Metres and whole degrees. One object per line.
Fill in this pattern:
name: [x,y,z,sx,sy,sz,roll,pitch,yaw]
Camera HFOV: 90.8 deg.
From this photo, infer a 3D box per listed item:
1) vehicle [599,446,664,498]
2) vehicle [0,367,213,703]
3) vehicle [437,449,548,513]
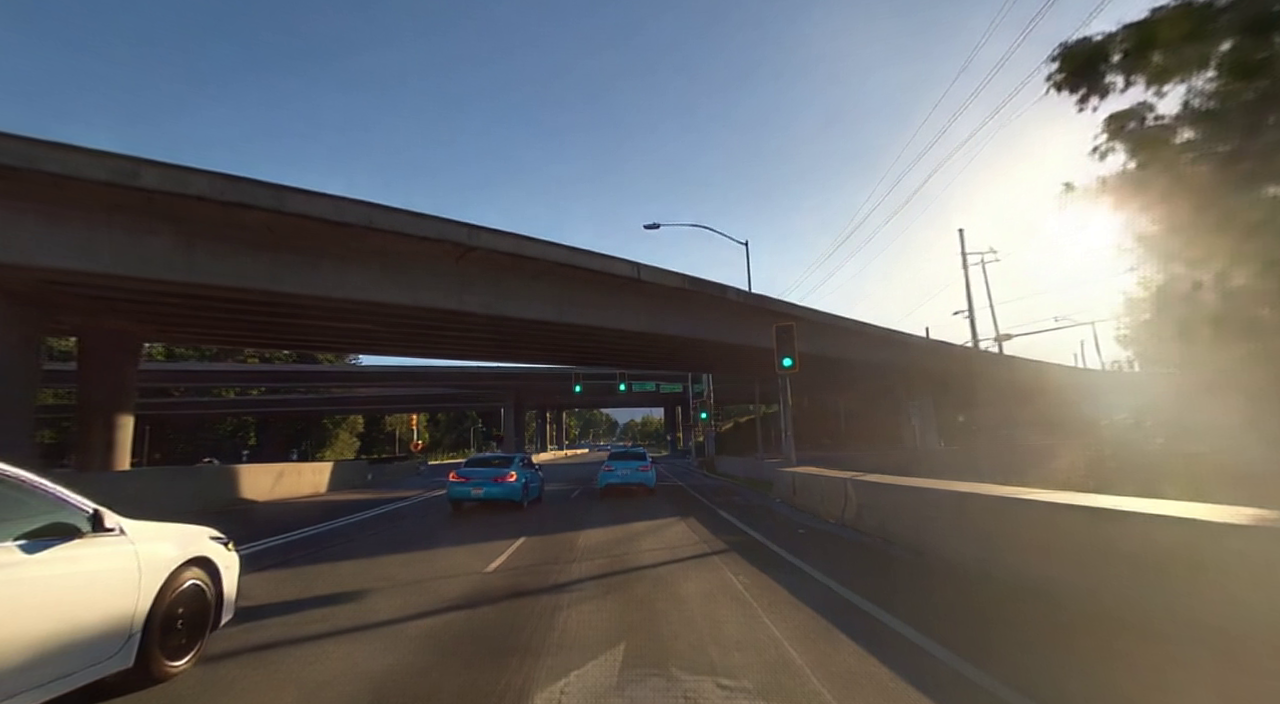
vehicle: [-0.271,3.979,21.346,1.985,1.565,3.968,0,-8,0]
vehicle: [-3.543,0.766,1.595,1.925,1.666,4.271,0,-8,0]
vehicle: [-3.751,3.335,16.875,1.946,1.437,4.154,0,-8,0]
